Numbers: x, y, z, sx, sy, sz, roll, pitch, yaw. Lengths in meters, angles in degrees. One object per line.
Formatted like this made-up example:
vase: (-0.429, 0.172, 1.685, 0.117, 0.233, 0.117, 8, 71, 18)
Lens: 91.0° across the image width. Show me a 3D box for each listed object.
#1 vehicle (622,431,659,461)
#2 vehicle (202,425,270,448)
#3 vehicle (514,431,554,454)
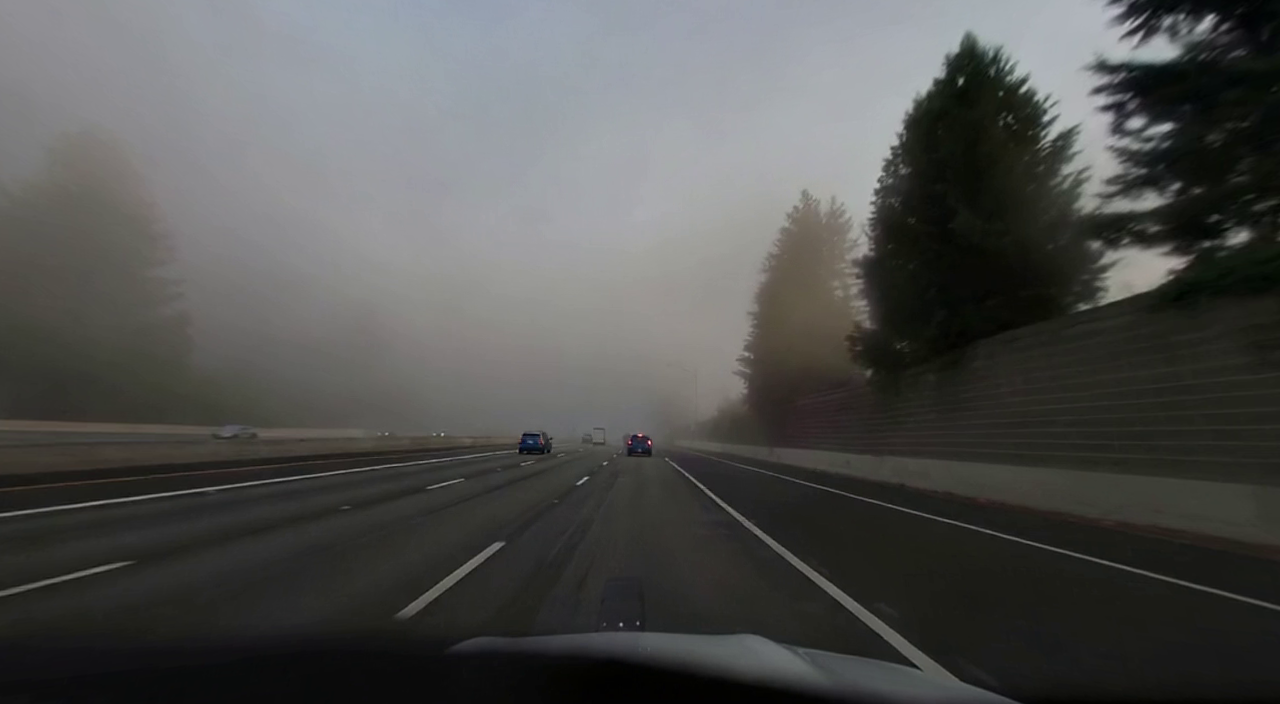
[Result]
vehicle: (0.025, 5.812, 38.932, 2.141, 1.706, 4.065, 0, -8, 0)
vehicle: (-28.370, 5.976, 44.367, 1.930, 1.565, 4.282, 0, -8, 0)
vehicle: (-7.490, 6.469, 44.868, 2.019, 1.523, 4.396, 0, -8, 1)
